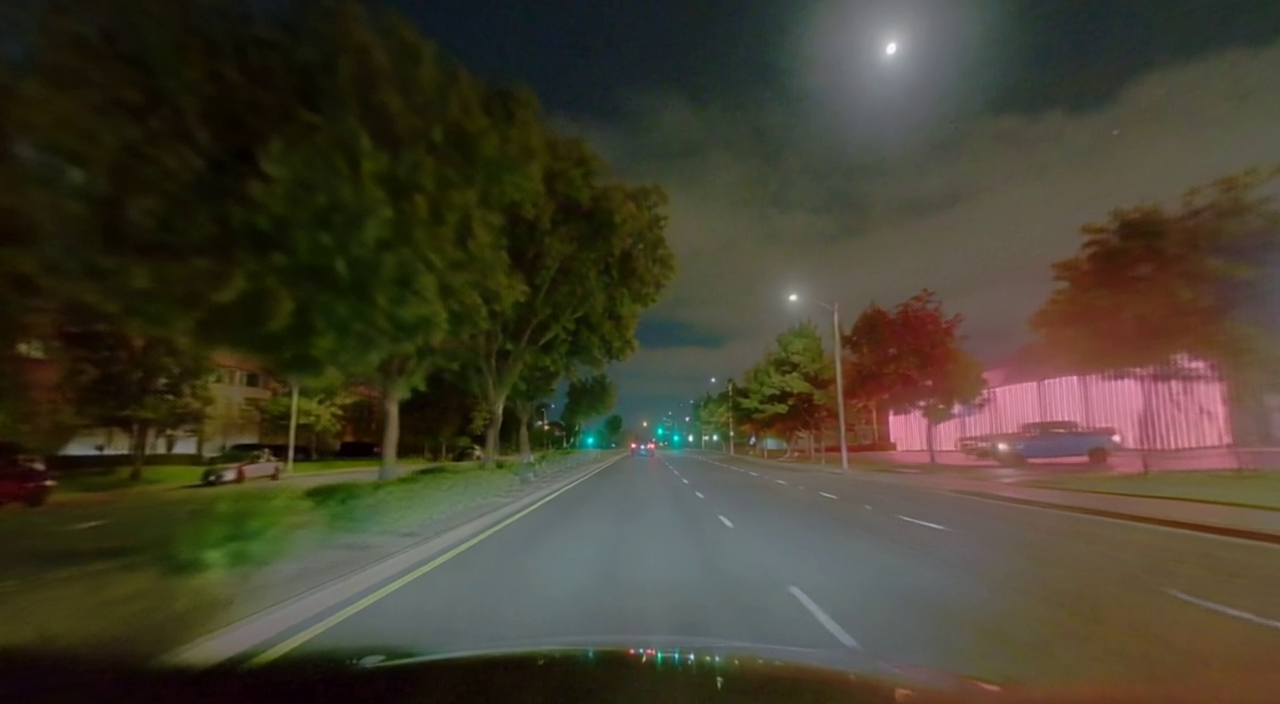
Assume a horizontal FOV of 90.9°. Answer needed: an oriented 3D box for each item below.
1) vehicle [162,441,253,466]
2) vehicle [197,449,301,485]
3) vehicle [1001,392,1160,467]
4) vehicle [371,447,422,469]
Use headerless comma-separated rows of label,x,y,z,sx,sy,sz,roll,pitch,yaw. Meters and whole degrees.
vehicle,-27.630,6.515,40.403,4.336,1.560,1.980,0,-8,0
vehicle,-18.995,5.561,30.943,1.814,1.577,5.024,0,-8,1
vehicle,21.889,4.001,31.929,3.006,3.375,6.598,0,-8,-2
vehicle,-18.652,8.129,48.488,1.964,1.618,4.622,0,-8,1
